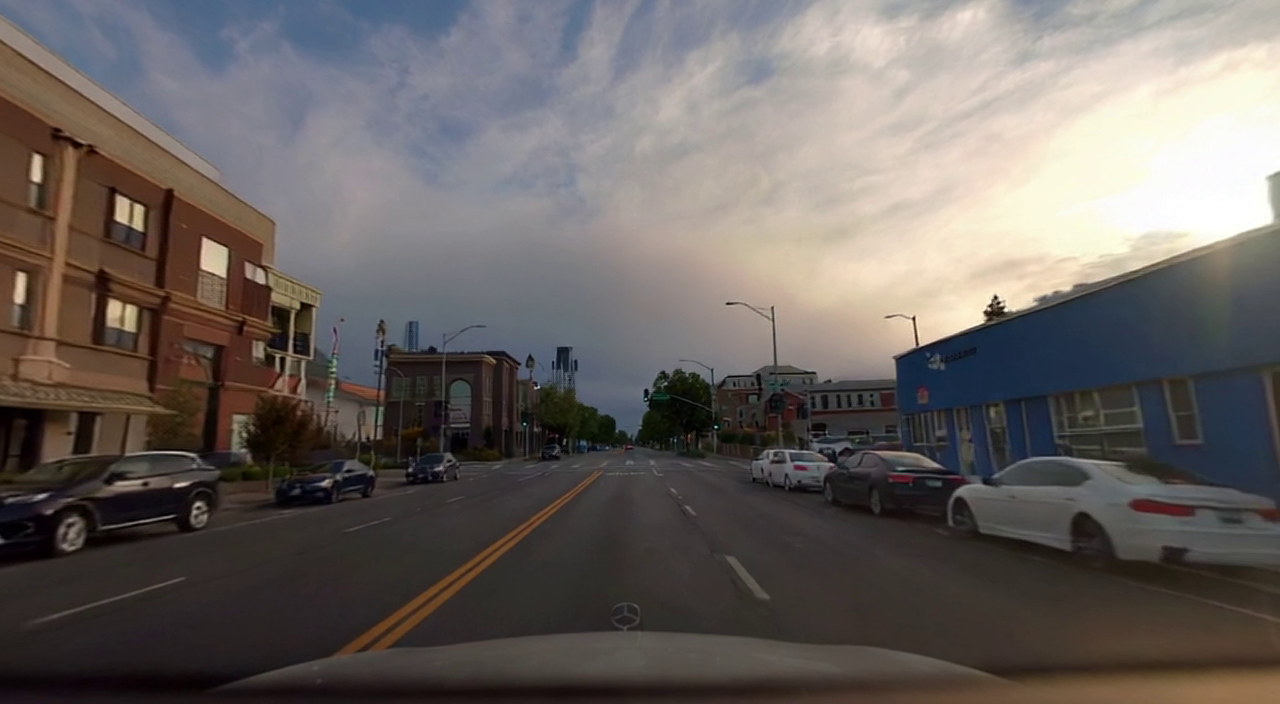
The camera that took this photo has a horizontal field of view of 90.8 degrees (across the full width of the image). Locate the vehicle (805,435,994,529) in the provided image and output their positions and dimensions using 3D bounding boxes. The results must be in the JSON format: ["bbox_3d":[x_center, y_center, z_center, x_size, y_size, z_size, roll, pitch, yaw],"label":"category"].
[{"bbox_3d":[5.749,2.917,14.970,2.227,1.811,5.172,0,-8,-1],"label":"vehicle"}]

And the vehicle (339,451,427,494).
[{"bbox_3d":[-10.218,4.800,25.498,1.839,1.502,4.185,0,-8,-1],"label":"vehicle"}]

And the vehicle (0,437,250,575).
[{"bbox_3d":[-9.848,2.503,11.299,2.228,1.863,5.407,-1,-8,1],"label":"vehicle"}]

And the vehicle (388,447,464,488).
[{"bbox_3d":[-10.196,5.504,30.575,1.967,1.749,4.841,0,-8,0],"label":"vehicle"}]

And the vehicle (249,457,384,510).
[{"bbox_3d":[-10.177,4.124,20.339,1.953,1.387,4.529,0,-8,0],"label":"vehicle"}]

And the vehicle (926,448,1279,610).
[{"bbox_3d":[6.154,2.085,8.630,2.038,1.482,4.994,0,-8,-2],"label":"vehicle"}]
